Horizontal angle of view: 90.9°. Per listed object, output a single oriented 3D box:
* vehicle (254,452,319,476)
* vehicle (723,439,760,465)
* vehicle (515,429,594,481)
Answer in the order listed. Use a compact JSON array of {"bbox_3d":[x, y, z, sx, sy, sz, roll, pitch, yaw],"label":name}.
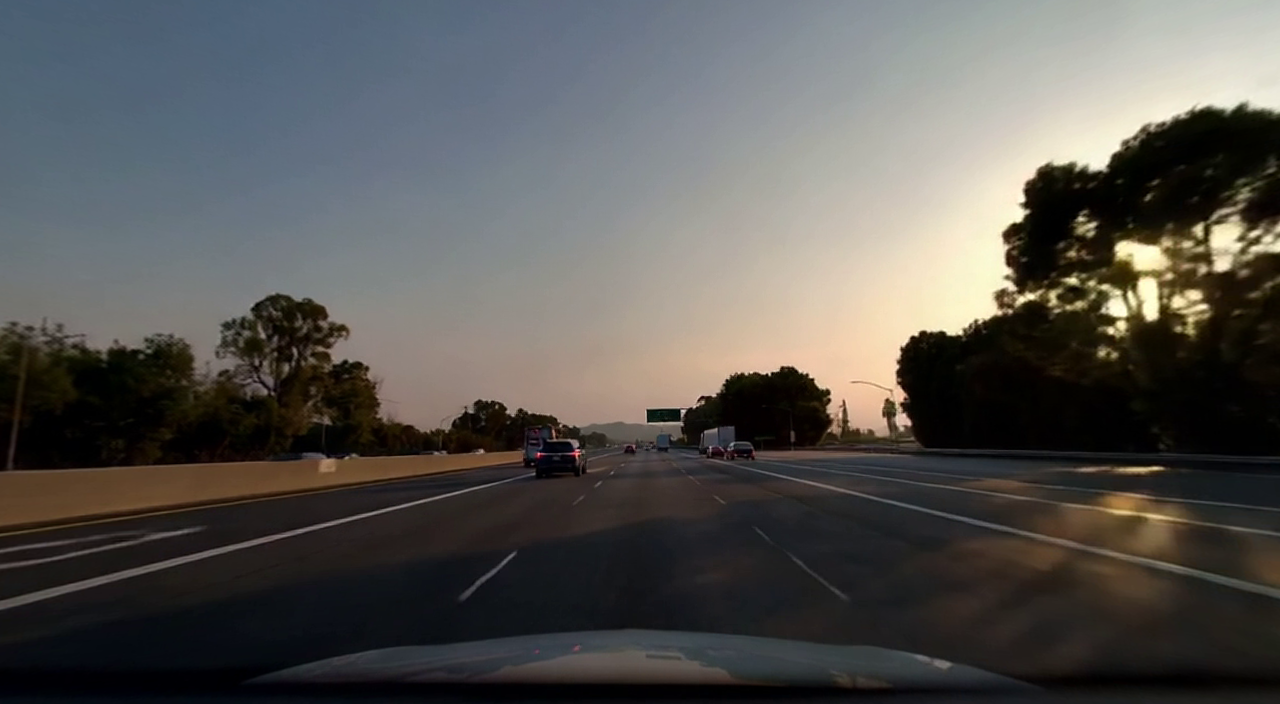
[{"bbox_3d":[-24.906,7.854,44.573,1.854,1.553,4.565,0,-8,1],"label":"vehicle"},{"bbox_3d":[7.226,7.170,45.263,2.063,1.706,4.259,0,-8,1],"label":"vehicle"},{"bbox_3d":[-3.434,4.318,26.681,2.453,1.952,5.320,0,-8,2],"label":"vehicle"}]
